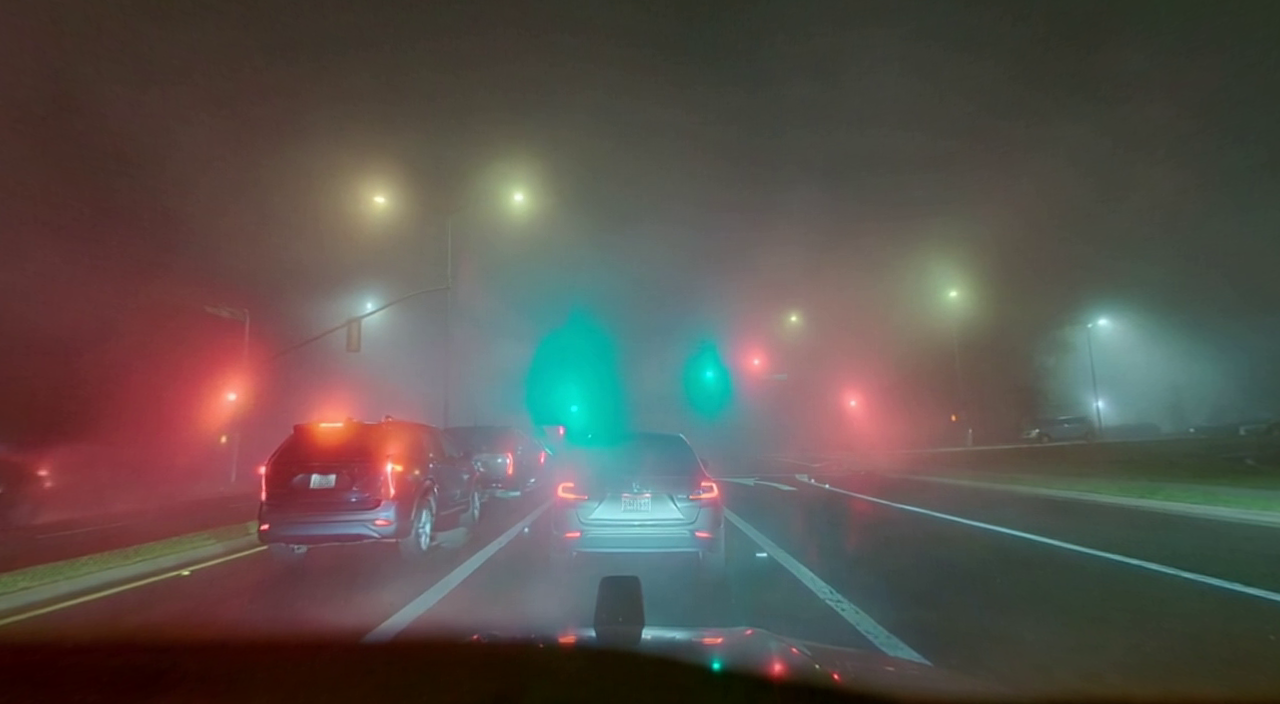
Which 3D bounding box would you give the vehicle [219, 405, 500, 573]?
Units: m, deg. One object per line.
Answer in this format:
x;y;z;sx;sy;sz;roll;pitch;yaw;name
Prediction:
-3.432;1.759;8.847;2.046;1.751;4.208;0;-8;-1;vehicle

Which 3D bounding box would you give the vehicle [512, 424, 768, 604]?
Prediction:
-0.054;1.642;7.312;2.126;1.475;3.967;0;-8;-2;vehicle
